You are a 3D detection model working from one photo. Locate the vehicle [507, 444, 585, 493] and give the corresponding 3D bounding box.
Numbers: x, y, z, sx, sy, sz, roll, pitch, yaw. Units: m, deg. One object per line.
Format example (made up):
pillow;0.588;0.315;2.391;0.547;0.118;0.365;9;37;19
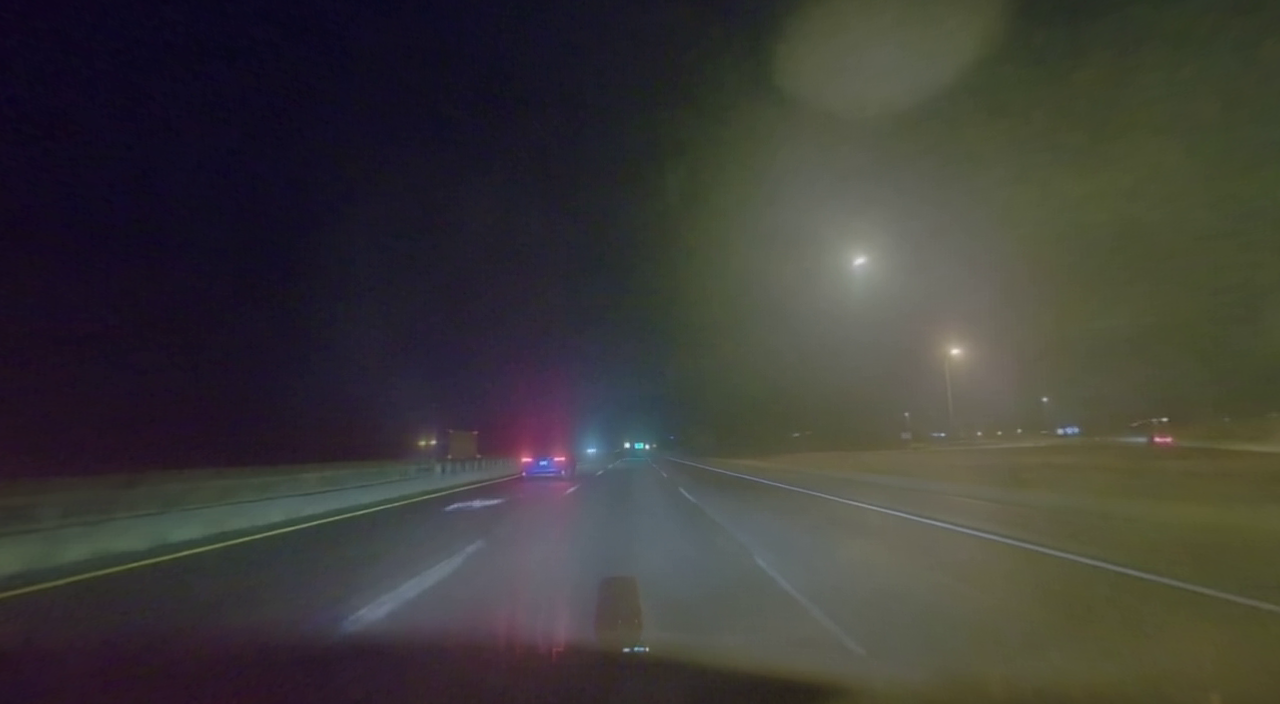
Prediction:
vehicle;-3.267;4.161;22.810;2.069;1.573;4.589;0;-9;1
